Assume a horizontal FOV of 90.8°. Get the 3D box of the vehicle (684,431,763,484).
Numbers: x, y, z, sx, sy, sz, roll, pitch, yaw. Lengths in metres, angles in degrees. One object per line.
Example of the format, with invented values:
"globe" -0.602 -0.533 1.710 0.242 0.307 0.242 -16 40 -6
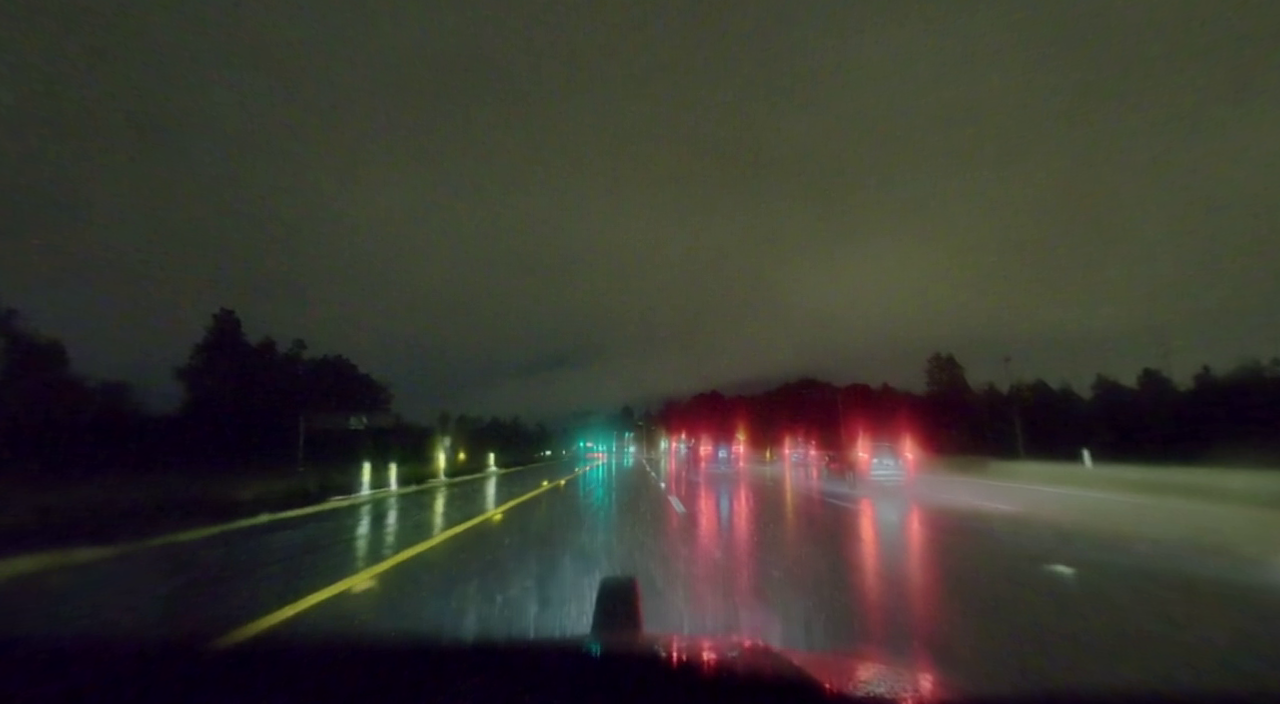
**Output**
"vehicle" 3.023 3.956 23.965 2.141 1.785 4.778 0 -8 -2
